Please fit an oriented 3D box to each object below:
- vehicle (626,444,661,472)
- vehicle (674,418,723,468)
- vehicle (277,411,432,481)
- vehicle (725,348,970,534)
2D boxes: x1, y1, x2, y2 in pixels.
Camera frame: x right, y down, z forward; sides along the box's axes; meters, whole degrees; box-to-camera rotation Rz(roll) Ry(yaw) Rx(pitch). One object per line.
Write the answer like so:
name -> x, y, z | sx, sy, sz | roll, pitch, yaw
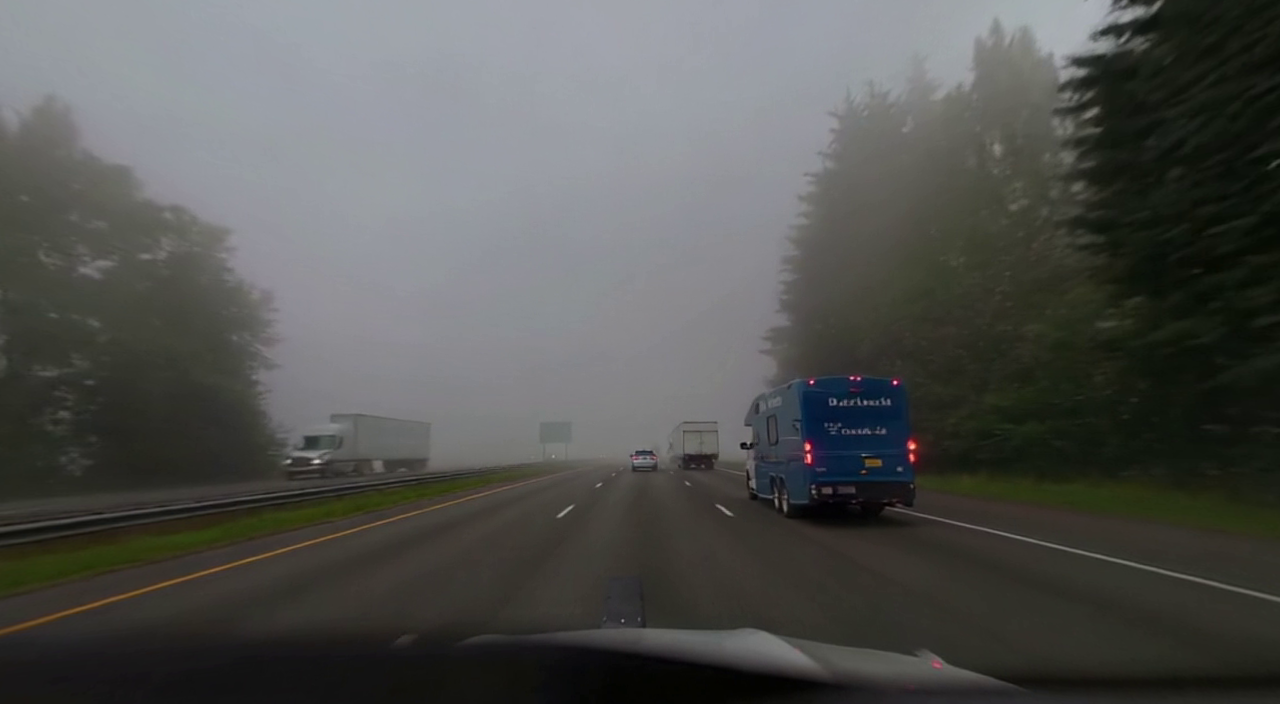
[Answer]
vehicle -> 0.231, 6.879, 40.967 | 2.151, 1.678, 3.923 | 0, -9, 0
vehicle -> 4.362, 7.117, 48.985 | 2.931, 3.530, 8.760 | 0, -9, 0
vehicle -> -19.191, 6.706, 44.692 | 3.059, 3.980, 16.984 | 0, -9, 0
vehicle -> 3.846, 1.977, 13.914 | 2.698, 3.001, 7.323 | 0, -9, -1
